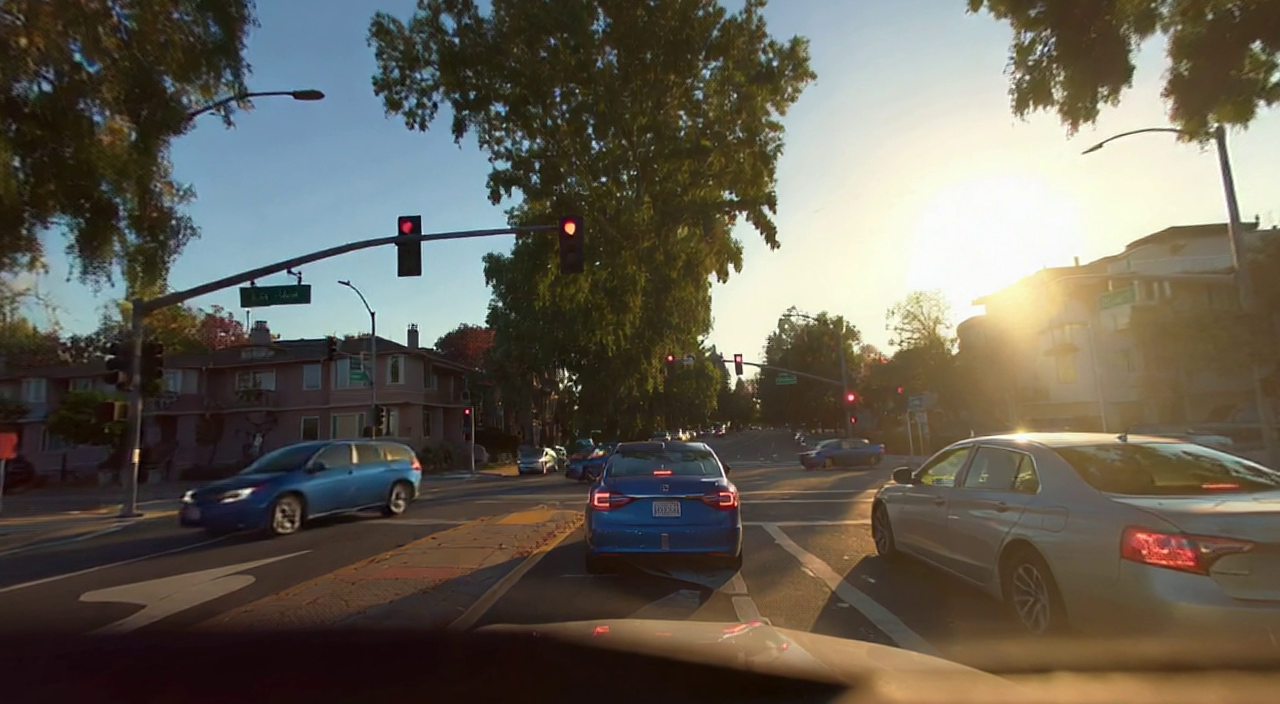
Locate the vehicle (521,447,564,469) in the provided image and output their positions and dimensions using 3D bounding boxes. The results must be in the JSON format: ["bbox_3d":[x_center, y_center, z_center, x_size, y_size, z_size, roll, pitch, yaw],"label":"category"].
[{"bbox_3d":[-6.916,7.588,45.315,2.093,1.476,4.278,-1,-9,4],"label":"vehicle"}]

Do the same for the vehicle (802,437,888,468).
[{"bbox_3d":[11.535,5.661,35.607,4.240,1.615,1.936,-6,-10,31],"label":"vehicle"}]

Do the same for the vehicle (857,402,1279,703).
[{"bbox_3d":[3.663,1.337,5.430,1.888,1.486,4.681,0,-9,-1],"label":"vehicle"}]

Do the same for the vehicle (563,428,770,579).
[{"bbox_3d":[0.307,1.819,8.333,2.090,1.505,3.756,-1,-9,1],"label":"vehicle"}]

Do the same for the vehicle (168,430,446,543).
[{"bbox_3d":[-6.325,2.569,12.842,1.988,1.799,4.789,-4,-9,20],"label":"vehicle"}]
